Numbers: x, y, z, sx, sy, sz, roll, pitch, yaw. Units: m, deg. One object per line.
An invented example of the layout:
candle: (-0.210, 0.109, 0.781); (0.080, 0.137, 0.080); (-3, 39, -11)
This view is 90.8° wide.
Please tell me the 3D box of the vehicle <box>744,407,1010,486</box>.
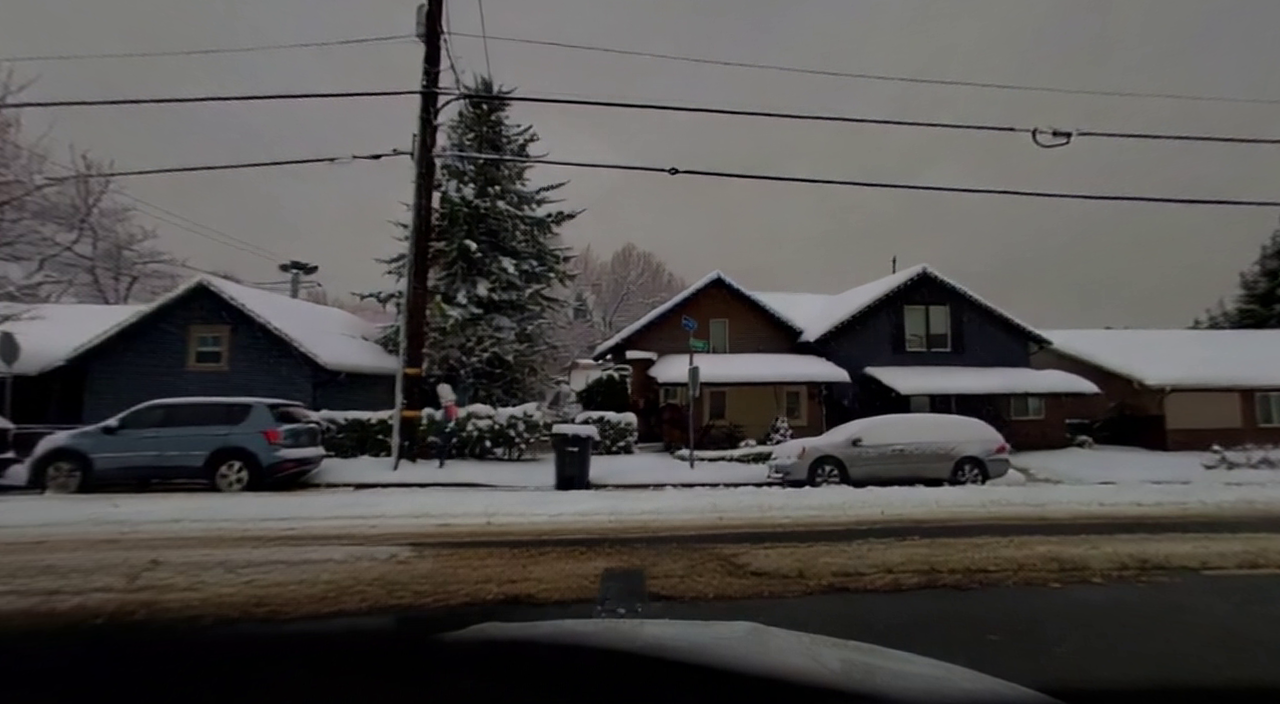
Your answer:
vehicle: (4.464, 1.831, 12.307); (4.469, 1.391, 1.746); (1, -9, -5)

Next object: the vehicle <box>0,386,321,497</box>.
vehicle: (-8.564, 1.549, 10.984); (4.943, 1.731, 1.877); (1, -9, -6)
